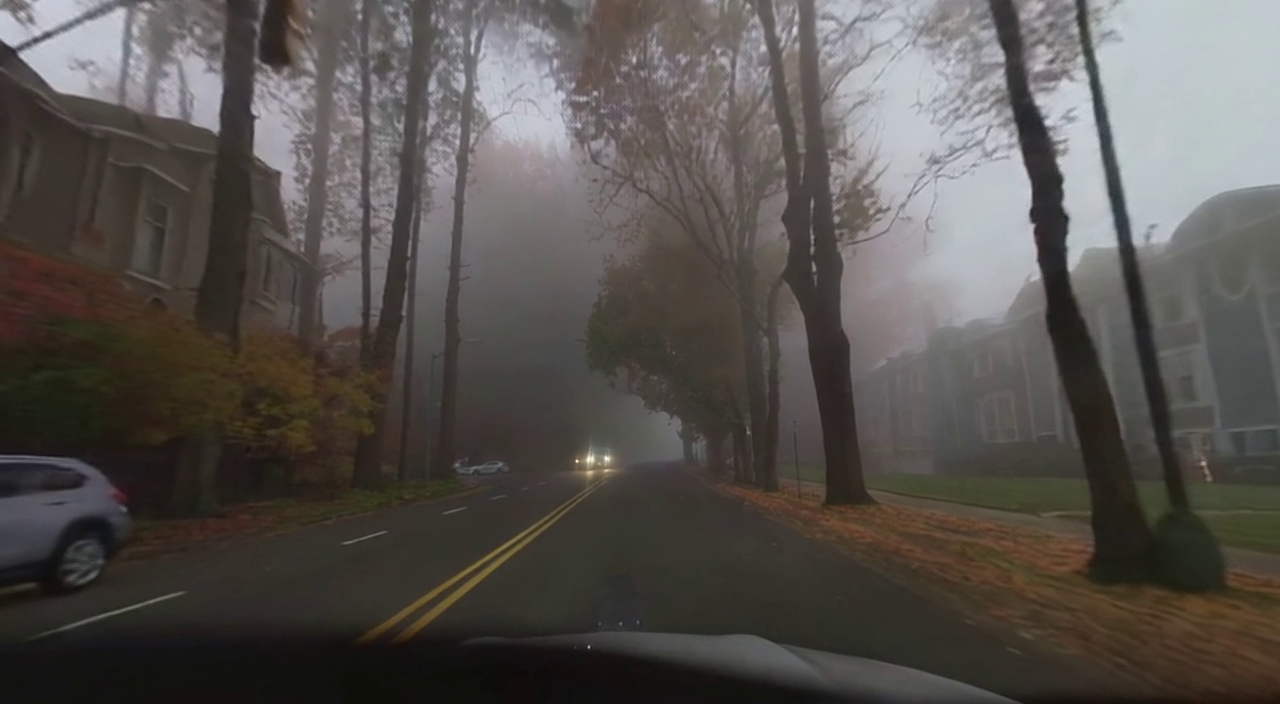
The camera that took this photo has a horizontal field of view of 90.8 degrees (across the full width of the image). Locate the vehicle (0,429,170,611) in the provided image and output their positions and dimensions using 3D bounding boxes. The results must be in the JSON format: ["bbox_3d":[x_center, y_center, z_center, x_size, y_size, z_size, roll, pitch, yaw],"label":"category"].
[{"bbox_3d":[-7.230,1.545,5.546,2.129,1.730,5.544,-1,-11,-3],"label":"vehicle"}]
